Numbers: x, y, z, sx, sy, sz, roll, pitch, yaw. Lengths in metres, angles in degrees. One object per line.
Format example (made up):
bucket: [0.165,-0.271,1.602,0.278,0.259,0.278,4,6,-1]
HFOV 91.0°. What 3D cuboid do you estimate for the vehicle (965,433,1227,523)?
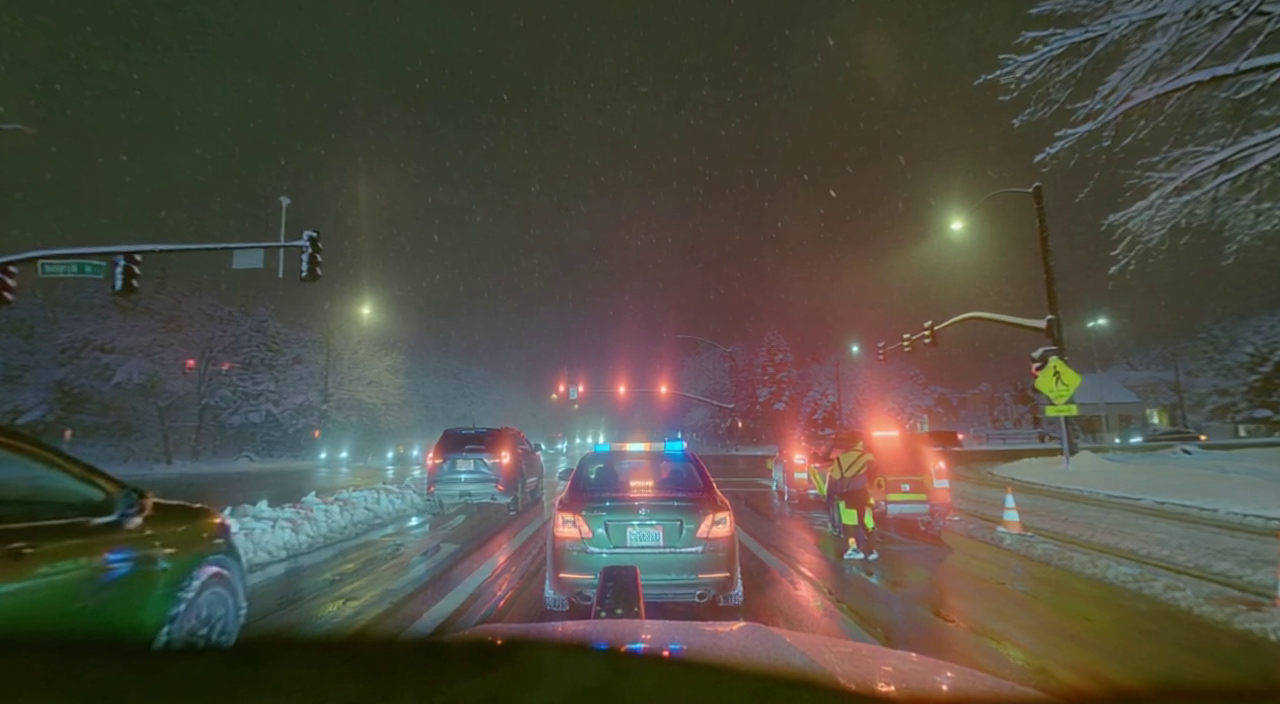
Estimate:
vehicle: [9.350,2.587,13.578,1.957,1.576,4.670,0,-9,-3]

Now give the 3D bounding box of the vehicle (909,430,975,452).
vehicle: [23.766,7.020,49.630,4.211,1.659,1.983,0,-9,0]

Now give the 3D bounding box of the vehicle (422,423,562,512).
vehicle: [-3.307,2.706,15.211,2.096,1.789,4.719,0,-9,2]

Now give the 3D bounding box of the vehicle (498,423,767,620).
vehicle: [-0.114,1.627,7.066,2.061,1.486,4.332,0,-8,-2]

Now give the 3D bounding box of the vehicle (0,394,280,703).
vehicle: [-3.637,0.949,2.633,1.863,1.526,4.006,0,-9,0]

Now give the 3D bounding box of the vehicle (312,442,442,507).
vehicle: [-6.530,3.043,16.059,1.825,1.460,3.365,0,-9,0]
